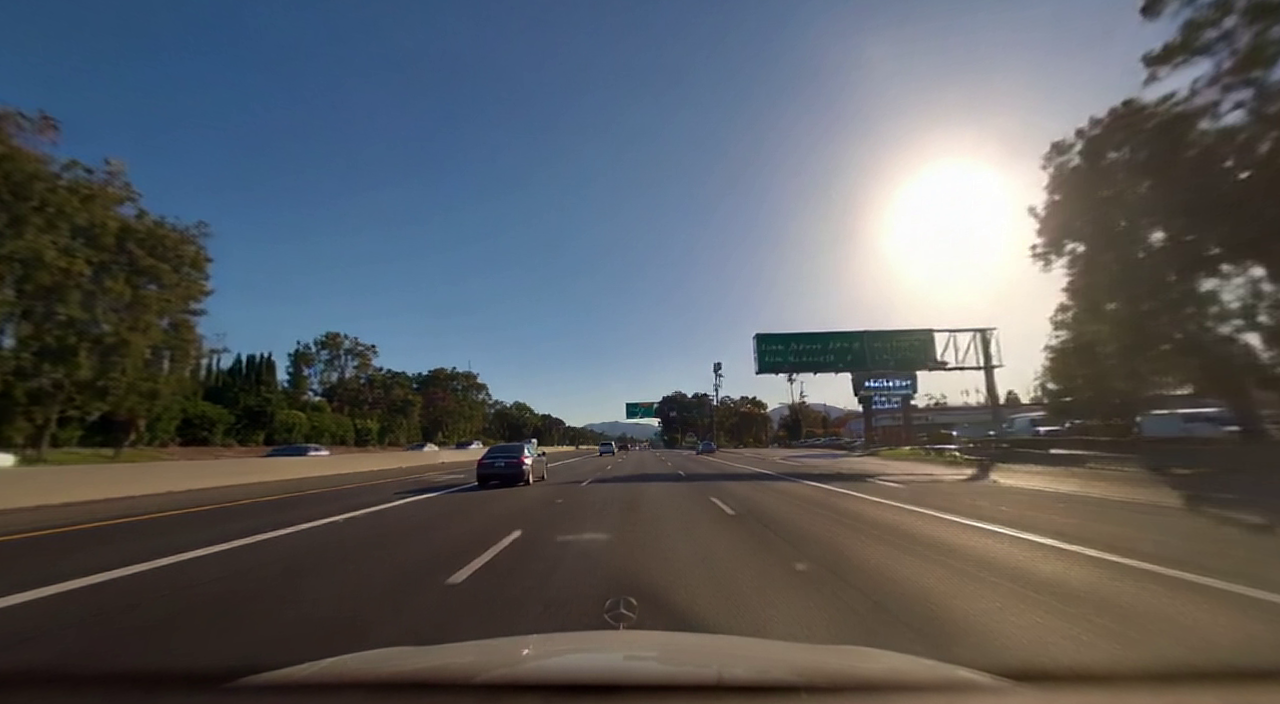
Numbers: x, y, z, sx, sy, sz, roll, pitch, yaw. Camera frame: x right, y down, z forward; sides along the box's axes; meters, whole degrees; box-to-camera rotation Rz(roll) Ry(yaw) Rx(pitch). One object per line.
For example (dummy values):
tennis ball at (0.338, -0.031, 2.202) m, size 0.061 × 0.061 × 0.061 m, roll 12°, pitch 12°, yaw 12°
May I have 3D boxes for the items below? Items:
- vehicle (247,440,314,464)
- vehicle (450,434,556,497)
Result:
vehicle at (-22.731, 6.320, 40.140) m, size 1.762 × 1.400 × 4.240 m, roll 0°, pitch -8°, yaw 0°
vehicle at (-3.649, 3.097, 17.642) m, size 1.939 × 1.508 × 4.272 m, roll 0°, pitch -8°, yaw 1°
